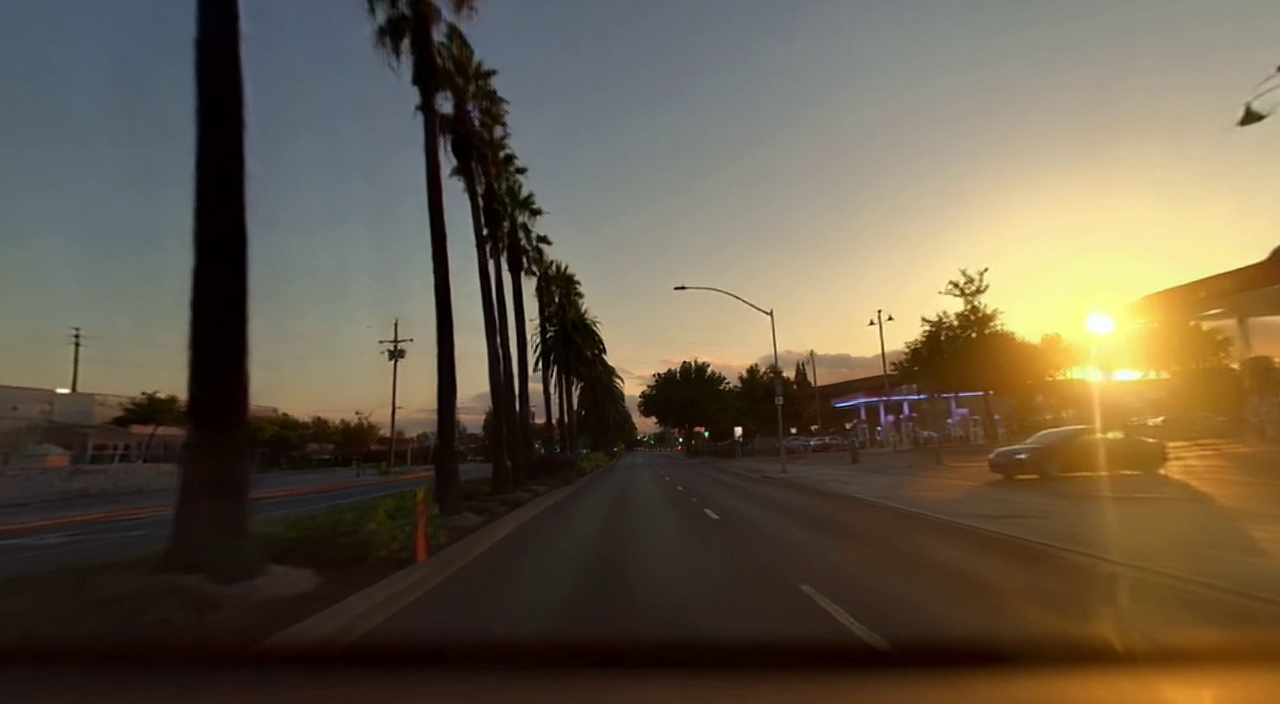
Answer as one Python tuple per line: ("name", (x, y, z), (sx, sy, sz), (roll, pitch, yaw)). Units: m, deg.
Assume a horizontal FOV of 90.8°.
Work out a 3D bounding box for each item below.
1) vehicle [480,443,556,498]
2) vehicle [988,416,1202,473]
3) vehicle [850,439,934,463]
("vehicle", (-3.784, 3.703, 20.251), (2.073, 1.525, 4.809), (1, -9, -8))
("vehicle", (14.366, 2.950, 20.169), (5.317, 1.700, 1.901), (0, -9, -1))
("vehicle", (16.152, 6.380, 40.681), (4.549, 1.492, 1.981), (0, -9, 3))
